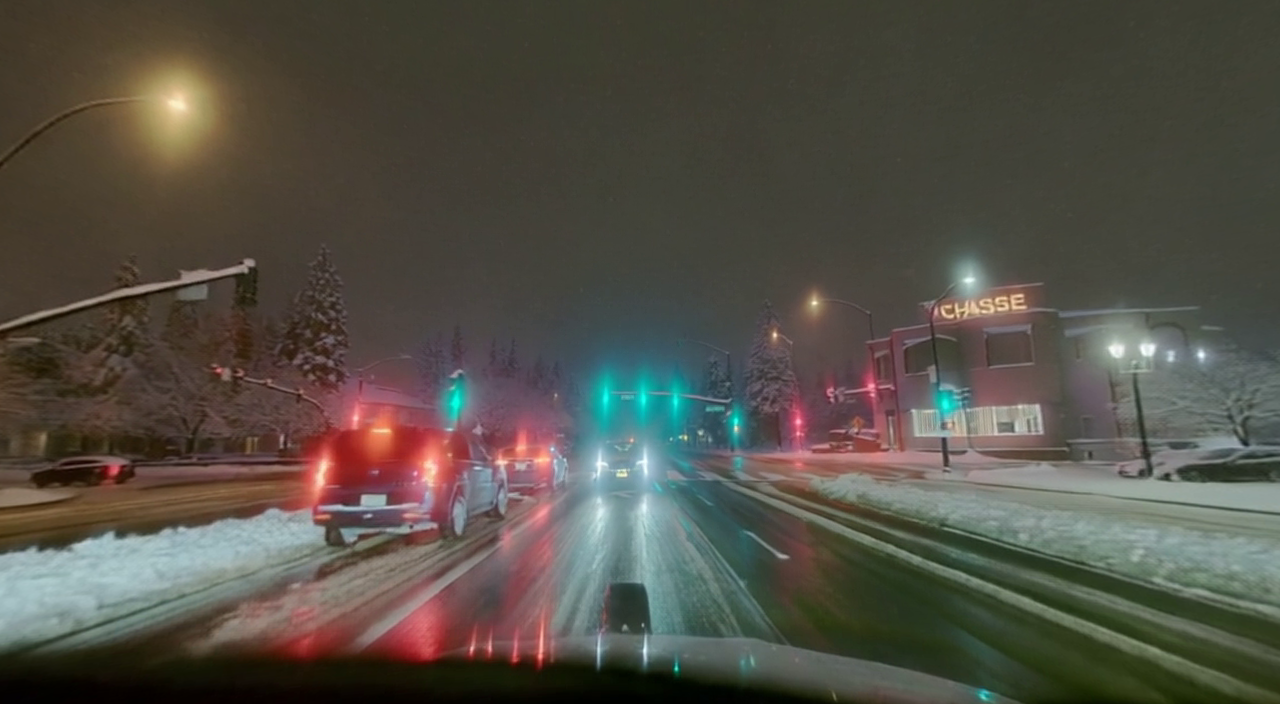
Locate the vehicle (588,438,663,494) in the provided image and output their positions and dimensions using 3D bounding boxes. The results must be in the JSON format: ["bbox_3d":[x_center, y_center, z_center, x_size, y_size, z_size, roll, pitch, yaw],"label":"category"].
[{"bbox_3d":[-0.442,3.414,19.250,2.059,1.477,3.988,0,-8,-1],"label":"vehicle"}]

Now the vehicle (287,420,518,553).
[{"bbox_3d":[-3.499,2.075,10.475,2.057,1.678,4.639,0,-8,0],"label":"vehicle"}]

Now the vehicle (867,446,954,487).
[{"bbox_3d":[11.149,4.721,26.326,1.935,1.435,4.141,3,-8,1],"label":"vehicle"}]

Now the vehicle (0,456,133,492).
[{"bbox_3d":[-26.683,5.588,29.125,4.687,1.482,1.914,5,-10,-30],"label":"vehicle"}]

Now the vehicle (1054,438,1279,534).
[{"bbox_3d":[10.312,2.395,11.966,1.936,1.474,4.331,0,-8,0],"label":"vehicle"}]
